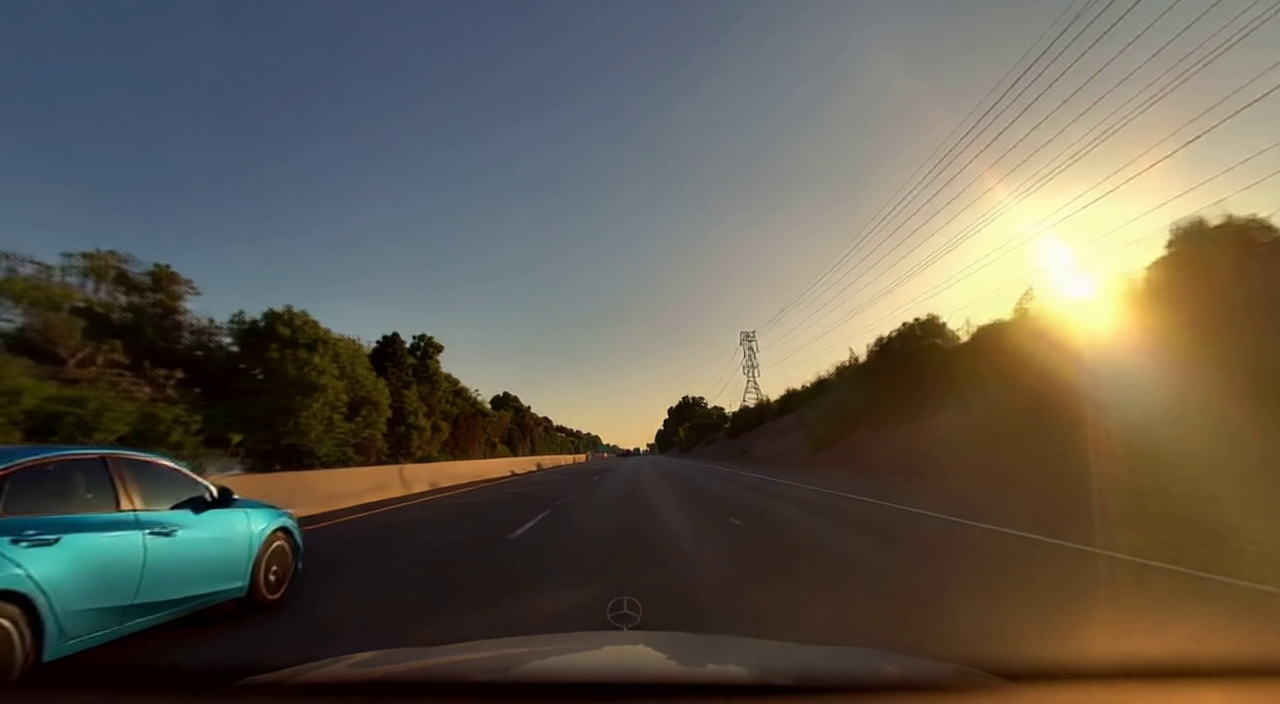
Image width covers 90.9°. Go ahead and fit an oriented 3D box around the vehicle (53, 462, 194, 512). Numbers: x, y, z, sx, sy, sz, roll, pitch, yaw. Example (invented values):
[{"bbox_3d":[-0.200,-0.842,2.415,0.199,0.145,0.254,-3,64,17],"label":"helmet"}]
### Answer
[{"bbox_3d":[-20.256,5.261,25.029,1.837,1.622,4.494,0,-8,-1],"label":"vehicle"}]
